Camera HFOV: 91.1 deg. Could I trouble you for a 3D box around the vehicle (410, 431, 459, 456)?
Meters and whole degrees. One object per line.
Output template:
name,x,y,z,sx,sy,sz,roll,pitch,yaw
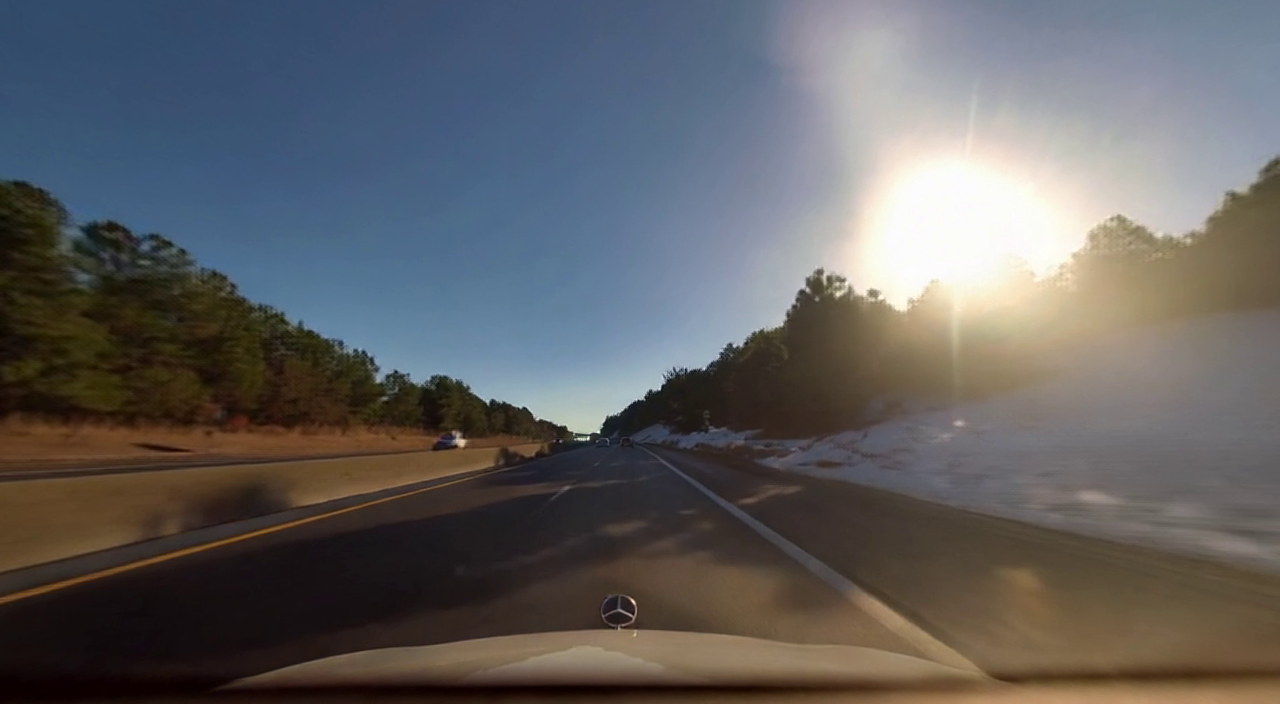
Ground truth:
vehicle,-14.338,6.369,44.043,1.954,1.659,4.349,0,-8,0
